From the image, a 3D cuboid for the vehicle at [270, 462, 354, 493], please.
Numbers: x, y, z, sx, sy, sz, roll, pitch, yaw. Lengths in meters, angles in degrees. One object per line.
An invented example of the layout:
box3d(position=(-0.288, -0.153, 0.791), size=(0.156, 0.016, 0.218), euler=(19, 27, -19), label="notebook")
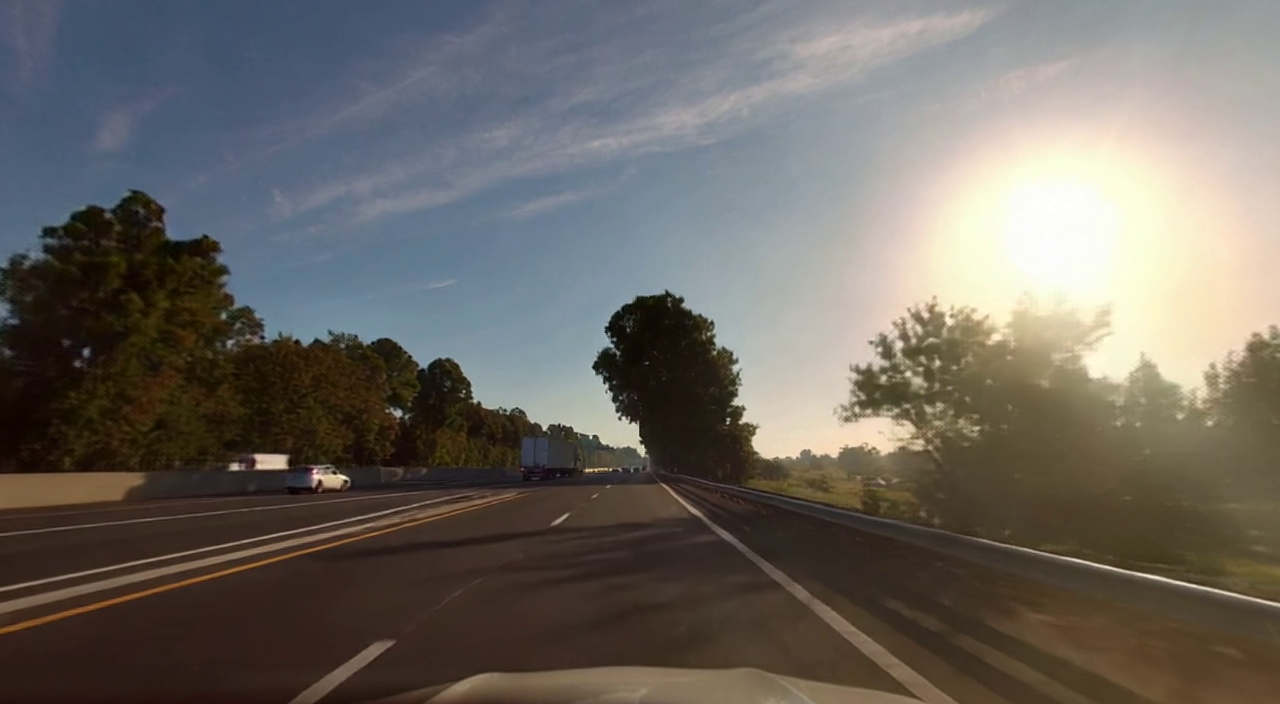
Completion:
box3d(position=(-16.431, 6.295, 31.798), size=(1.745, 1.430, 4.252), euler=(0, -10, 3), label="vehicle")
